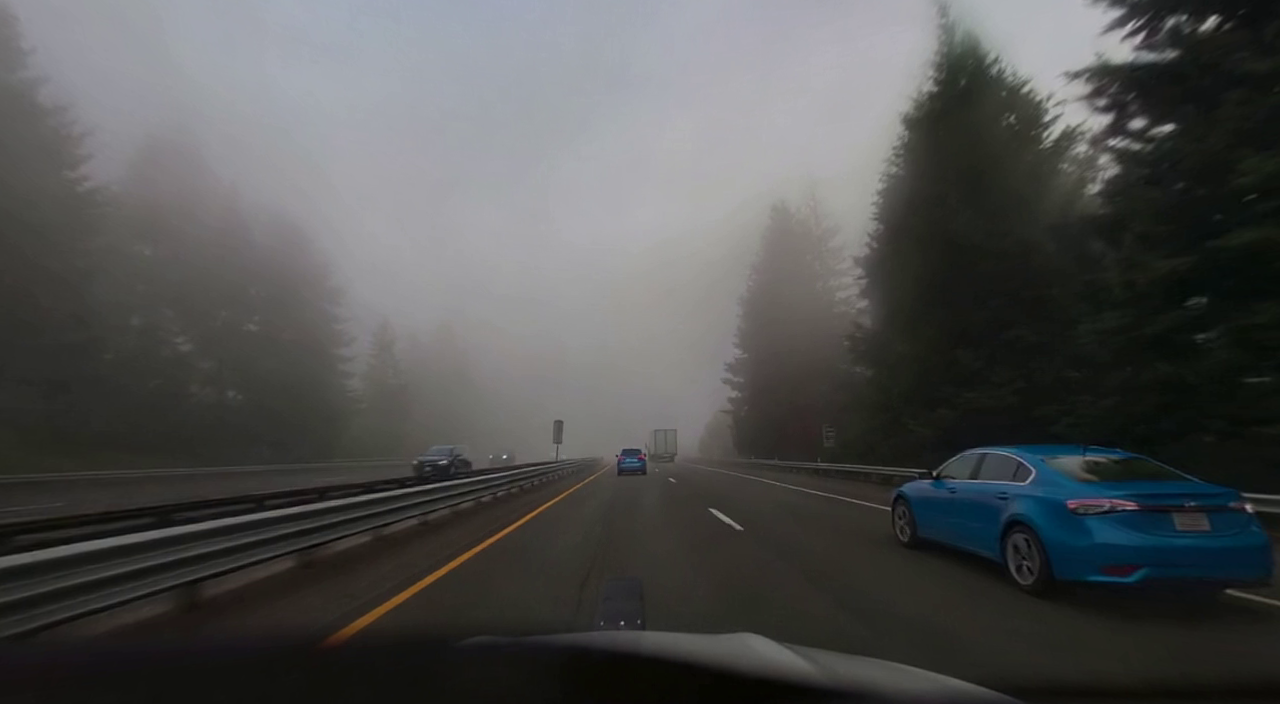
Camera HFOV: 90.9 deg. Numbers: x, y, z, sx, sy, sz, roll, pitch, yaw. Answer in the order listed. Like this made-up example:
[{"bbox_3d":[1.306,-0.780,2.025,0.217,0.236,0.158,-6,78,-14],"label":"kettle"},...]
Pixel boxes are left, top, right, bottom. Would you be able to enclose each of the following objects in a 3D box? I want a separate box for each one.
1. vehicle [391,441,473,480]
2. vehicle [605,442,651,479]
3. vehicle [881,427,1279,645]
[{"bbox_3d":[-9.209,4.832,28.341,2.125,1.566,4.460,0,-9,0],"label":"vehicle"},{"bbox_3d":[-0.592,5.482,31.974,2.190,1.706,4.062,0,-9,-1],"label":"vehicle"},{"bbox_3d":[4.080,1.520,6.146,1.917,1.421,3.759,0,-9,-1],"label":"vehicle"}]
